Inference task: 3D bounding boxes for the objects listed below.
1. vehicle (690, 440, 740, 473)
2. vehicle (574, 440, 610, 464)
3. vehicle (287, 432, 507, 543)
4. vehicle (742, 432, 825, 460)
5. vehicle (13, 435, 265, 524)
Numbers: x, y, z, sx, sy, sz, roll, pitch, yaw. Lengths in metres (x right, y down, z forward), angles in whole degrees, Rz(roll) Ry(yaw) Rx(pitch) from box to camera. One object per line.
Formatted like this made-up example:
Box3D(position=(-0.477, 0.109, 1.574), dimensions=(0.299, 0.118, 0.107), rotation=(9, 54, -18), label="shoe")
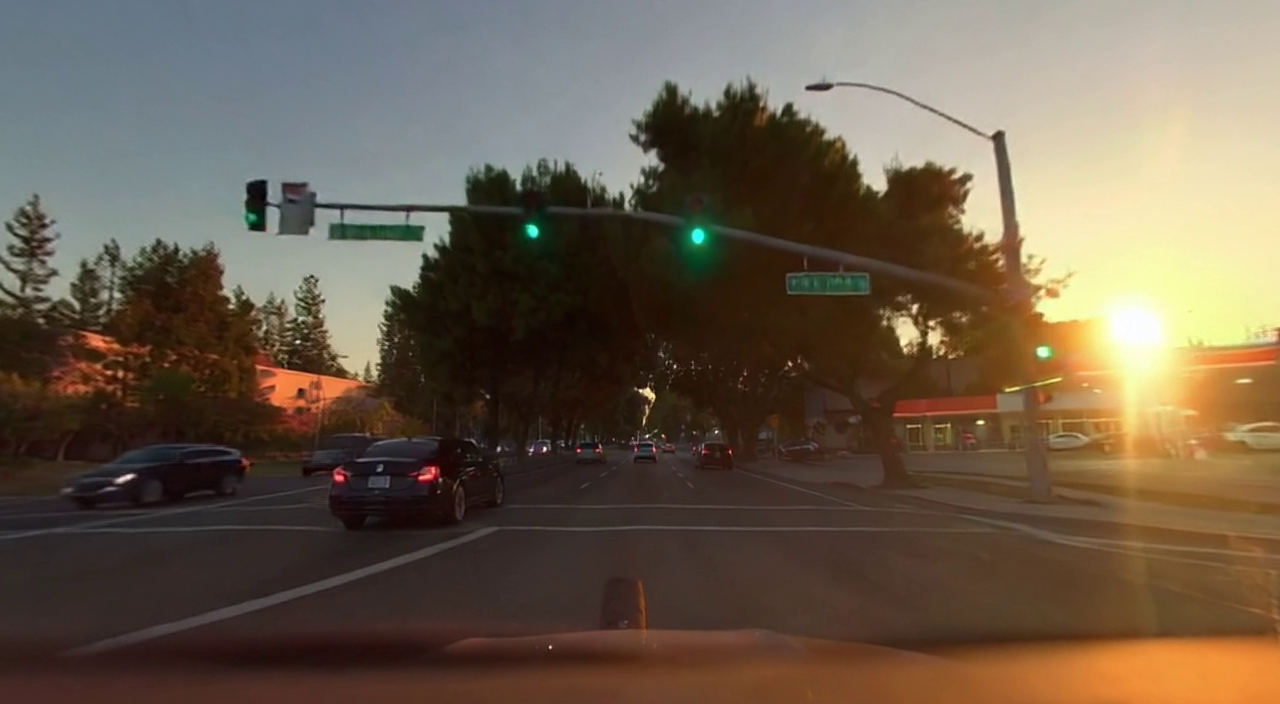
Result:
Box3D(position=(3.485, 4.931, 30.104), dimensions=(1.883, 1.465, 3.975), rotation=(0, -8, 0), label="vehicle")
Box3D(position=(-3.020, 6.325, 40.072), dimensions=(1.841, 1.474, 4.038), rotation=(0, -8, 2), label="vehicle")
Box3D(position=(-3.740, 2.124, 10.713), dimensions=(1.803, 1.463, 4.422), rotation=(0, -8, 2), label="vehicle")
Box3D(position=(11.206, 7.389, 49.552), dimensions=(5.931, 1.872, 2.264), rotation=(-3, -8, 4), label="vehicle")
Box3D(position=(-11.492, 2.886, 15.027), dimensions=(2.130, 1.672, 4.549), rotation=(-4, -8, 4), label="vehicle")
